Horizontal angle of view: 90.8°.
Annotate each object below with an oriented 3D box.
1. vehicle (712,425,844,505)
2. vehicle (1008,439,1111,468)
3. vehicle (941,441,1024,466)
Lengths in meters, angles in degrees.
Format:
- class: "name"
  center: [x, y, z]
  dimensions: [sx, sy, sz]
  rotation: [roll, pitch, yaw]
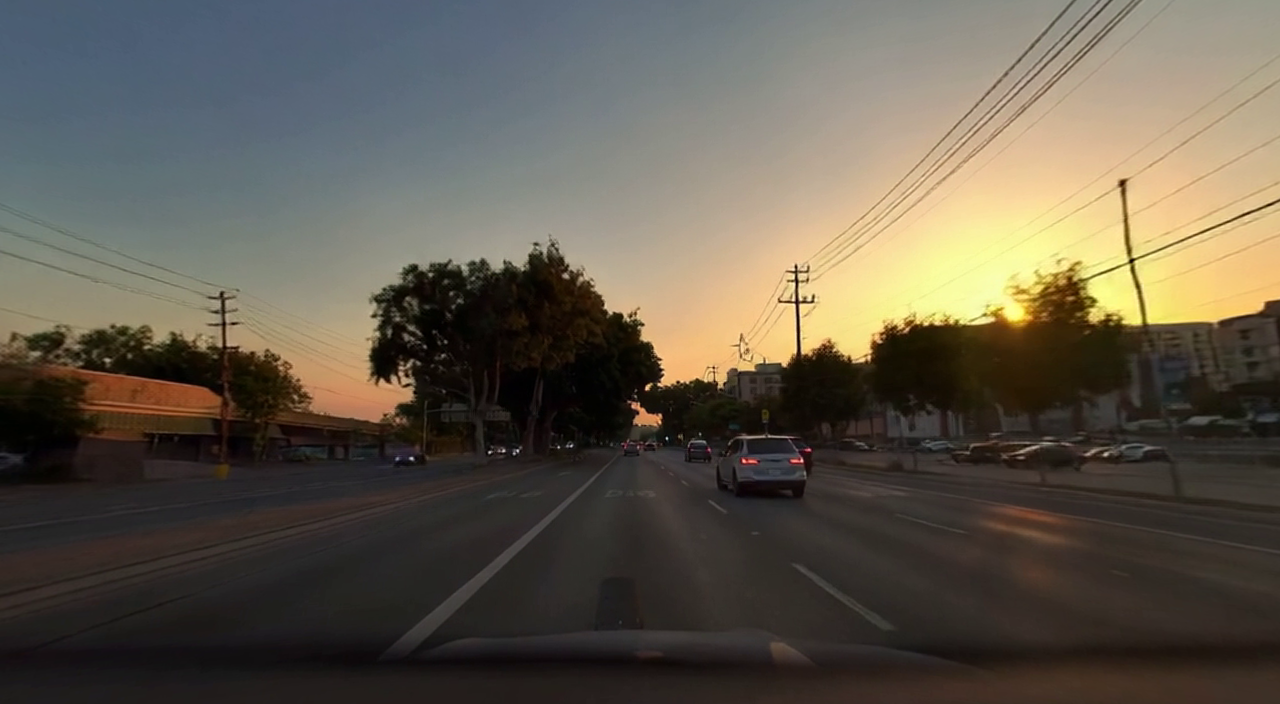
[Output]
- class: "vehicle"
  center: [3.209, 2.738, 15.684]
  dimensions: [2.128, 1.699, 4.222]
  rotation: [0, -9, -3]
- class: "vehicle"
  center: [24.641, 5.982, 37.217]
  dimensions: [4.599, 1.647, 1.924]
  rotation: [0, -9, 1]
- class: "vehicle"
  center: [24.852, 7.375, 46.011]
  dimensions: [4.798, 1.699, 2.039]
  rotation: [0, -9, 1]
